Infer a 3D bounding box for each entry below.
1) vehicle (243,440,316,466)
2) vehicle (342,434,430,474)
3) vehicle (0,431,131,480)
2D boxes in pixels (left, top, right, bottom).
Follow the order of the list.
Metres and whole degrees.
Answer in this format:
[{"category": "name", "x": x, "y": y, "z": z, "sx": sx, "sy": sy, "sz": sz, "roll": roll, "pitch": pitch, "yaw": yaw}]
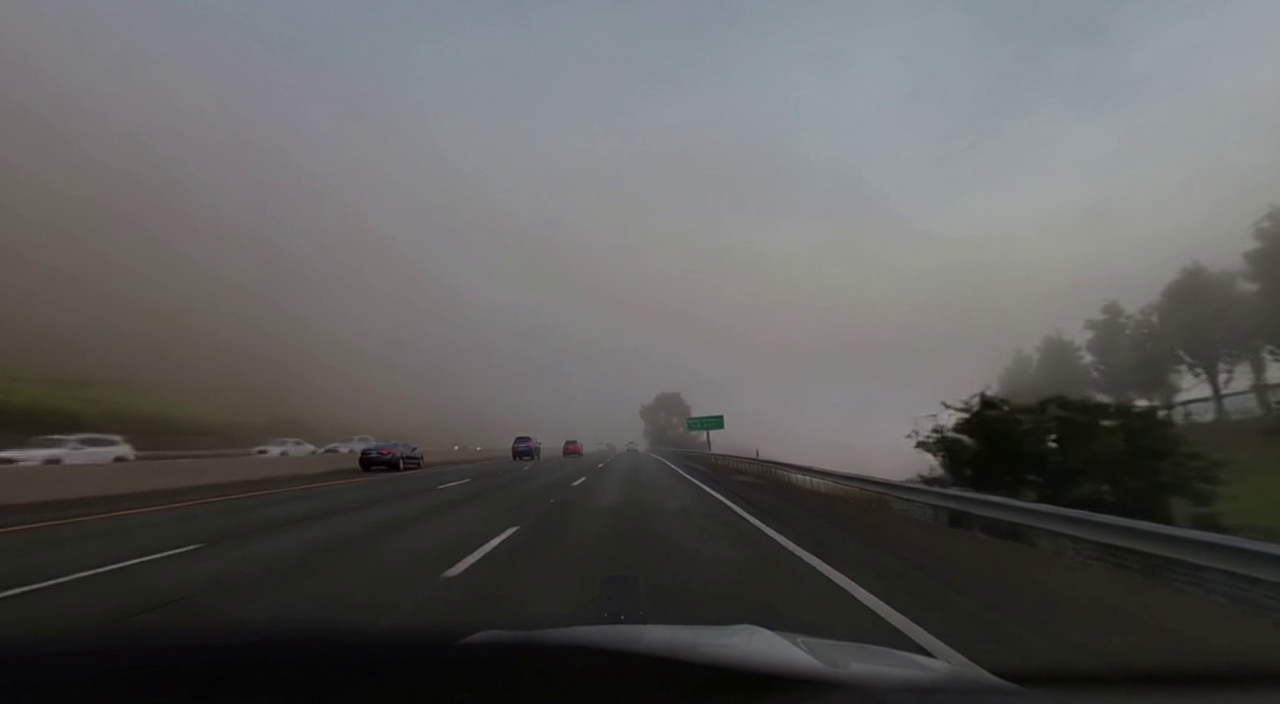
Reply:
[{"category": "vehicle", "x": -21.858, "y": 6.117, "z": 38.284, "sx": 1.784, "sy": 1.445, "sz": 4.491, "roll": 0, "pitch": -8, "yaw": -1}, {"category": "vehicle", "x": -11.151, "y": 4.518, "z": 27.989, "sx": 2.001, "sy": 1.625, "sz": 4.528, "roll": 0, "pitch": -8, "yaw": 0}, {"category": "vehicle", "x": -21.598, "y": 3.770, "z": 23.120, "sx": 1.923, "sy": 1.595, "sz": 4.510, "roll": 0, "pitch": -8, "yaw": 0}]
